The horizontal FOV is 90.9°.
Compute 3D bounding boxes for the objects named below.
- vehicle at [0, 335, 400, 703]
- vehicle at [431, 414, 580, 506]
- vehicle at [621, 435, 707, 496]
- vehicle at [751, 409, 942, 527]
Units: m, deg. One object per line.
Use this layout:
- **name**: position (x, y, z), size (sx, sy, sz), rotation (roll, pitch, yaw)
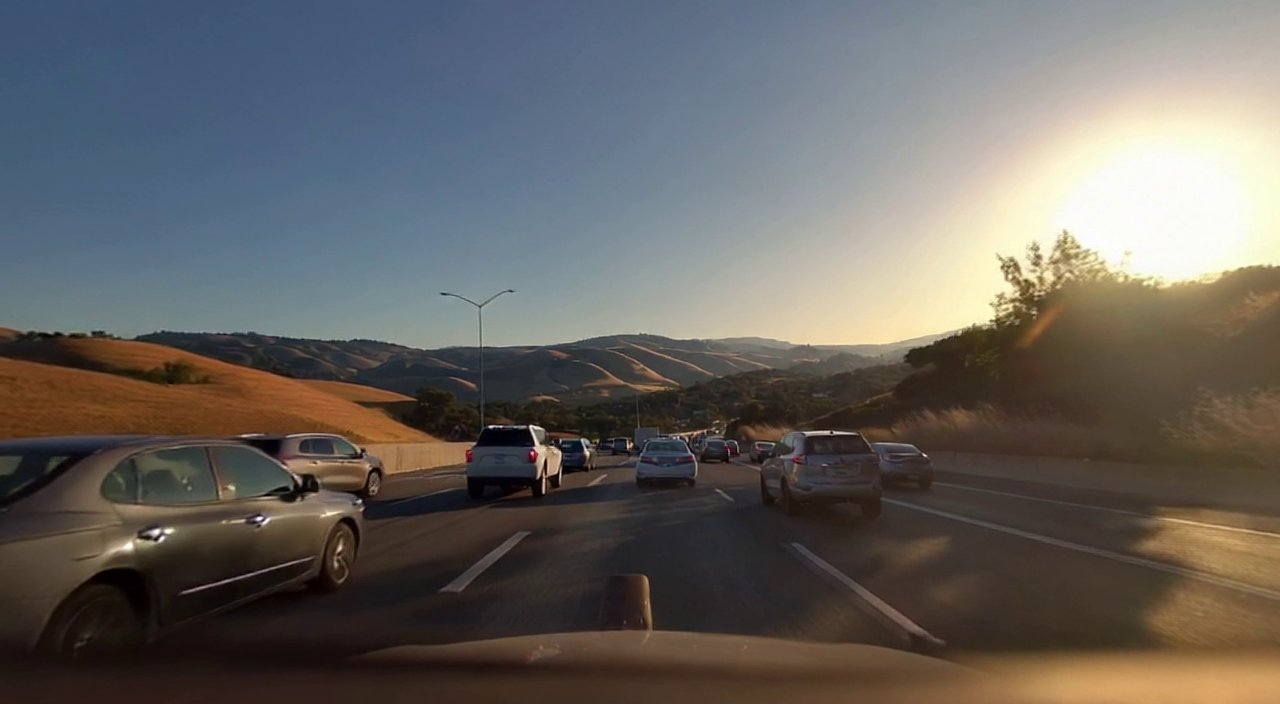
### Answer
- **vehicle**: position (-3.594, 1.041, 4.152), size (2.179, 1.723, 4.410), rotation (0, -8, 1)
- **vehicle**: position (-3.081, 2.641, 15.946), size (2.301, 1.902, 5.374), rotation (0, -8, 3)
- **vehicle**: position (0.651, 3.105, 17.721), size (2.105, 1.471, 4.349), rotation (0, -8, 2)
- **vehicle**: position (3.512, 2.079, 11.823), size (2.046, 1.765, 4.534), rotation (0, -8, 0)
